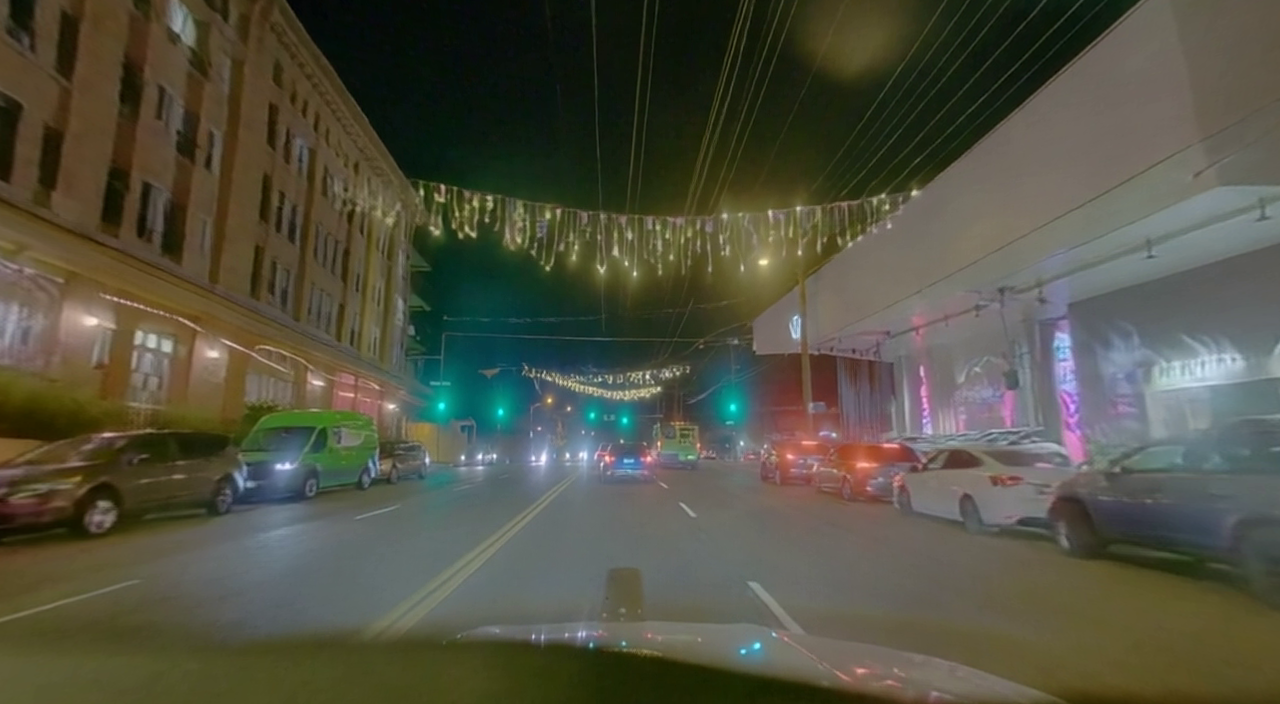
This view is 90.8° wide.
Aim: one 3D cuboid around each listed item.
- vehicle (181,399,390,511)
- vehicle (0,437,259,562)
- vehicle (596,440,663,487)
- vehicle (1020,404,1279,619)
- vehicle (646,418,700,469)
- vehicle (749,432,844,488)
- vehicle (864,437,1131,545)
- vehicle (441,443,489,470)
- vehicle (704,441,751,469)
[{"bbox_3d":[-9.858,2.939,18.454,2.724,2.739,5.663,0,-8,0],"label":"vehicle"},{"bbox_3d":[-9.855,2.467,11.634,2.256,1.722,5.644,0,-8,-2],"label":"vehicle"},{"bbox_3d":[-0.411,3.813,22.035,2.112,1.464,4.411,0,-8,-2],"label":"vehicle"},{"bbox_3d":[6.045,1.434,6.181,1.876,1.692,4.492,0,-8,1],"label":"vehicle"},{"bbox_3d":[1.727,5.128,35.375,2.649,2.583,5.800,0,-8,-1],"label":"vehicle"},{"bbox_3d":[5.481,3.852,22.940,2.079,1.788,4.974,0,-8,-1],"label":"vehicle"},{"bbox_3d":[5.752,2.251,10.998,2.012,1.470,4.394,0,-8,-1],"label":"vehicle"},{"bbox_3d":[-10.900,6.512,39.633,1.962,1.529,4.109,1,-8,-2],"label":"vehicle"},{"bbox_3d":[4.953,5.877,36.277,1.824,1.481,4.057,1,-8,-5],"label":"vehicle"}]
